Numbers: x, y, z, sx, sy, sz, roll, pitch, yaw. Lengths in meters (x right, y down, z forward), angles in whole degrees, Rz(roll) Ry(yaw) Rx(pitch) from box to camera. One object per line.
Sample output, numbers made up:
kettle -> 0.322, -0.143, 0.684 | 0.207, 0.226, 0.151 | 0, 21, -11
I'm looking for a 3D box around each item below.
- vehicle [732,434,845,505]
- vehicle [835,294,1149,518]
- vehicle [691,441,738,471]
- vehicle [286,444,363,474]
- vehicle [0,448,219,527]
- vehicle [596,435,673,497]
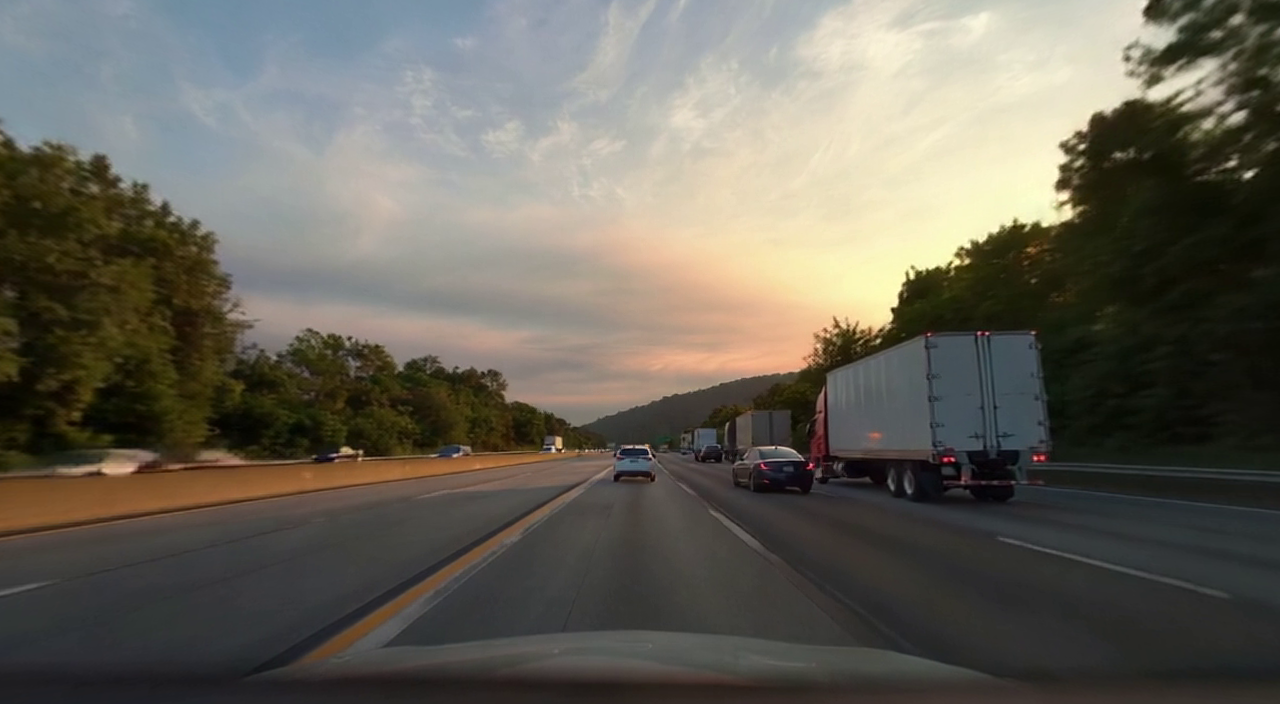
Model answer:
vehicle -> 3.672, 2.967, 16.328 | 1.920, 1.594, 3.867 | 0, -9, -1
vehicle -> 7.624, 1.572, 15.686 | 2.823, 4.063, 8.485 | 0, -9, 0
vehicle -> 4.192, 5.941, 36.161 | 2.150, 1.632, 4.260 | 0, -9, -1
vehicle -> -19.192, 6.529, 38.705 | 2.139, 1.674, 4.733 | -1, -9, 2
vehicle -> -12.070, 2.941, 14.289 | 2.189, 1.486, 4.091 | 0, -9, 1
vehicle -> -0.128, 3.280, 18.449 | 2.023, 1.618, 3.628 | 0, -9, 1
